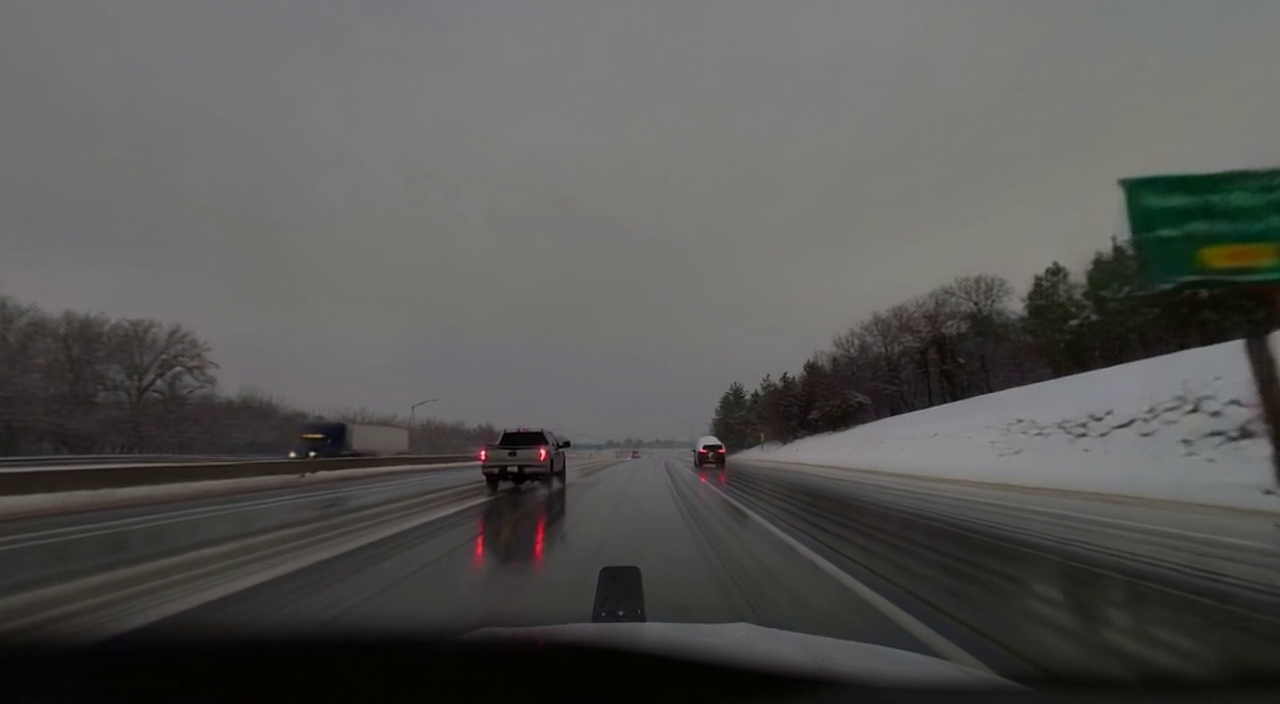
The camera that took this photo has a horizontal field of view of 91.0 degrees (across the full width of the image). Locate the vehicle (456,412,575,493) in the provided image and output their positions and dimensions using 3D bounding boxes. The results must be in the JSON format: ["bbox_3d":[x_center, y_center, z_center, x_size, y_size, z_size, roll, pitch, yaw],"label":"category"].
[{"bbox_3d":[-3.759,3.248,20.585,2.496,2.203,6.317,0,-9,1],"label":"vehicle"}]

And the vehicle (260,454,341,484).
[{"bbox_3d":[-20.041,6.897,37.424,1.921,1.534,4.767,0,-9,3],"label":"vehicle"}]

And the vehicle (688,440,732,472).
[{"bbox_3d":[3.868,5.830,35.583,2.095,1.668,4.135,0,-9,1],"label":"vehicle"}]
